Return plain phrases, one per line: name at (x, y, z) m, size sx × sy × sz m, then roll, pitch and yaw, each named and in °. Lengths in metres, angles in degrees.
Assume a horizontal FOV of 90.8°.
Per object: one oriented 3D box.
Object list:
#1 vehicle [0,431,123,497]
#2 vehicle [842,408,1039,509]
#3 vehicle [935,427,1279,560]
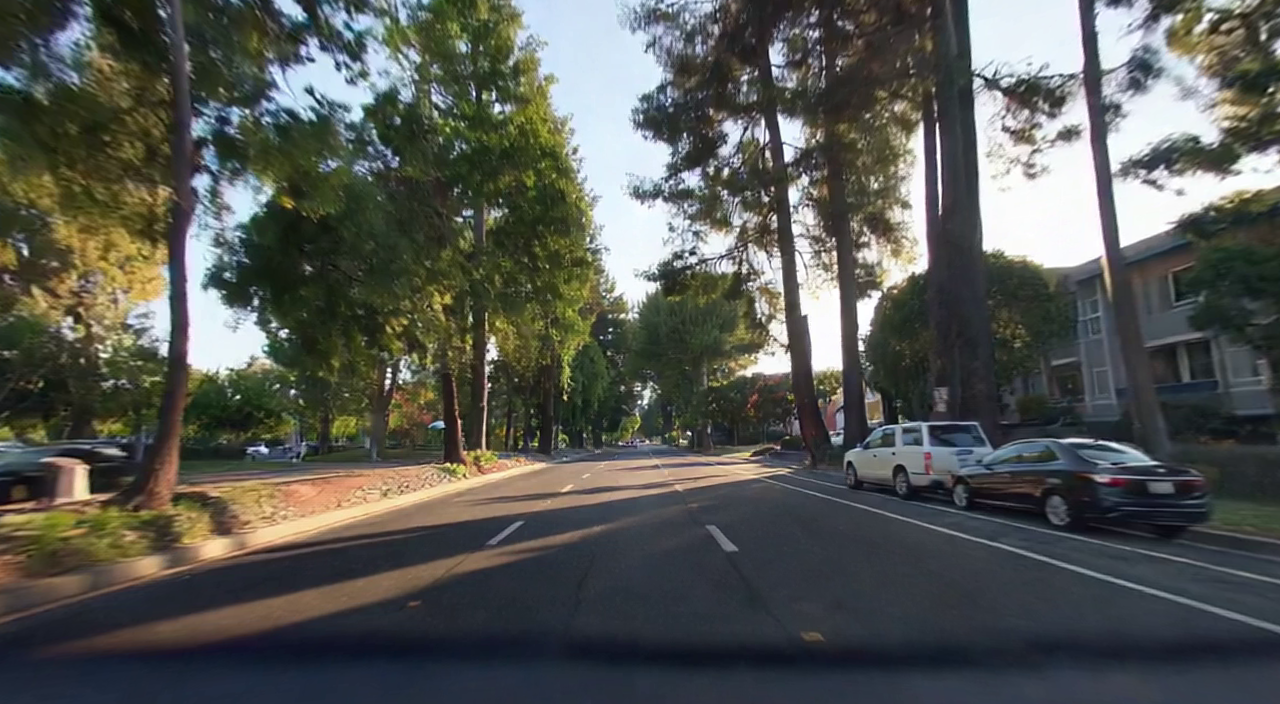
vehicle at (-15.866, 2.778, 15.765) m, size 1.936 × 1.519 × 4.739 m, roll 0°, pitch -8°, yaw -1°
vehicle at (7.136, 2.614, 15.912) m, size 2.278 × 2.069 × 5.393 m, roll 0°, pitch -8°, yaw 0°
vehicle at (7.087, 2.096, 10.229) m, size 2.135 × 1.556 × 5.023 m, roll 2°, pitch -8°, yaw -1°
